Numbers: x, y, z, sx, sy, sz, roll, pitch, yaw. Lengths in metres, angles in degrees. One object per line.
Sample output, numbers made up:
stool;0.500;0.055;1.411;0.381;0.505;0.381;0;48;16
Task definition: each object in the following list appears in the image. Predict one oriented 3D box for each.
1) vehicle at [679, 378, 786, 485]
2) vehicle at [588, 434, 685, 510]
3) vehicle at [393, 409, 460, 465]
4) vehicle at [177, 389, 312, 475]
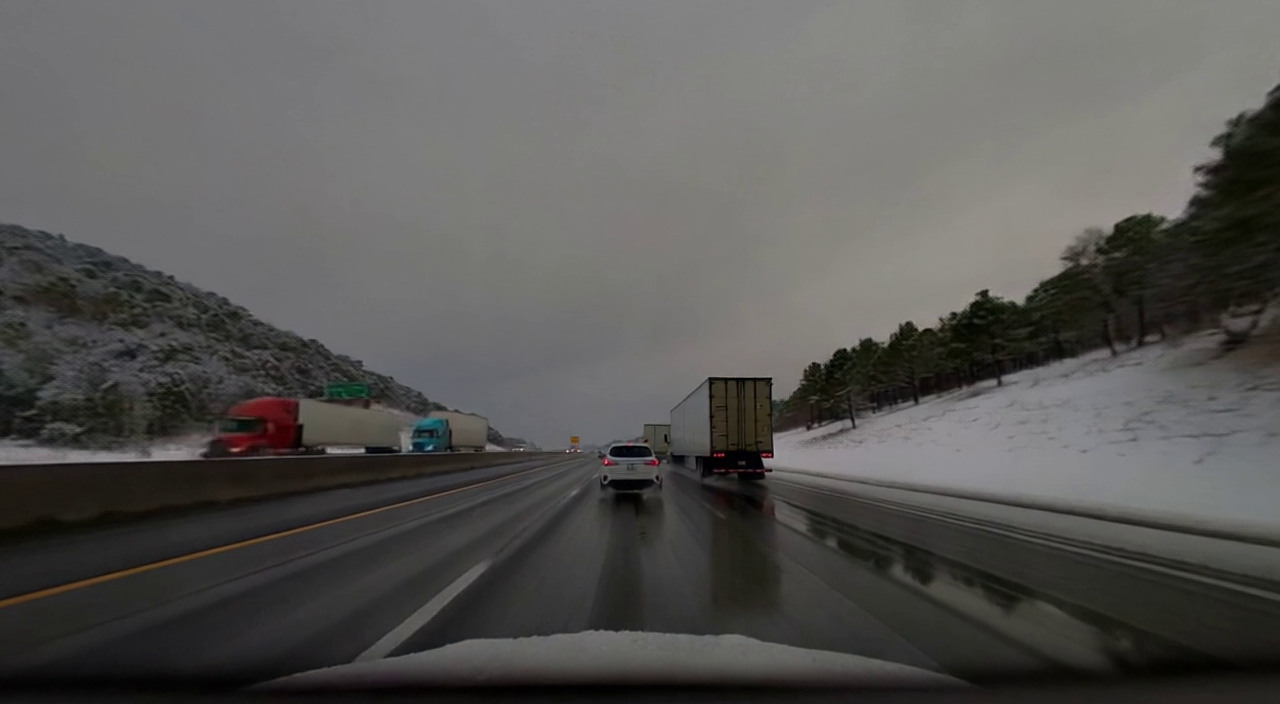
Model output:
vehicle;3.933;4.073;30.983;2.812;4.024;14.098;0;-9;-1
vehicle;-0.104;2.928;15.737;2.109;1.639;3.768;0;-9;-1
vehicle;-15.820;6.419;47.281;2.985;3.964;5.868;0;-9;-1
vehicle;-19.879;4.155;32.258;2.977;3.953;5.858;0;-9;-1
